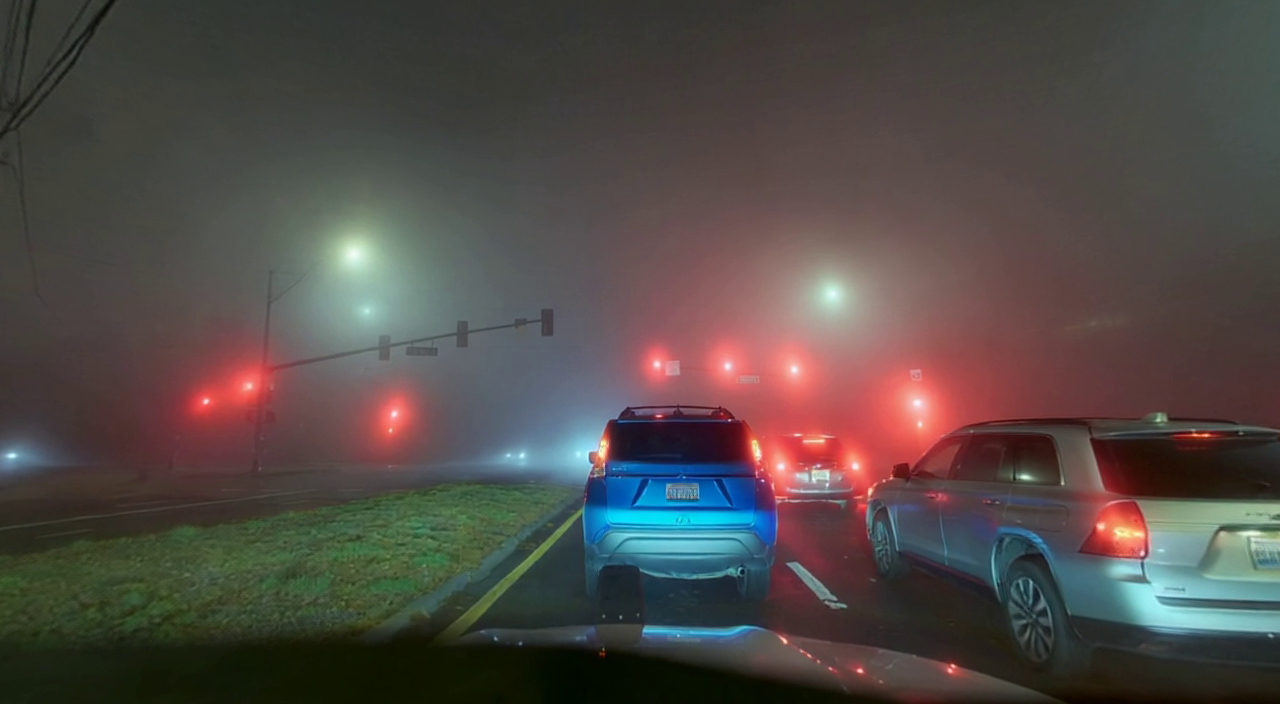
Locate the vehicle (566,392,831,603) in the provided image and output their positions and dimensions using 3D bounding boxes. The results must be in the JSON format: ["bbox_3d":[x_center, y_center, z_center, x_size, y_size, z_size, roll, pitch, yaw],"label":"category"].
[{"bbox_3d":[0.451,1.555,7.613,2.240,1.778,4.335,0,-8,-1],"label":"vehicle"}]

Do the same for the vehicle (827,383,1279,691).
[{"bbox_3d":[3.410,1.336,5.786,1.990,1.649,4.625,0,-8,0],"label":"vehicle"}]
